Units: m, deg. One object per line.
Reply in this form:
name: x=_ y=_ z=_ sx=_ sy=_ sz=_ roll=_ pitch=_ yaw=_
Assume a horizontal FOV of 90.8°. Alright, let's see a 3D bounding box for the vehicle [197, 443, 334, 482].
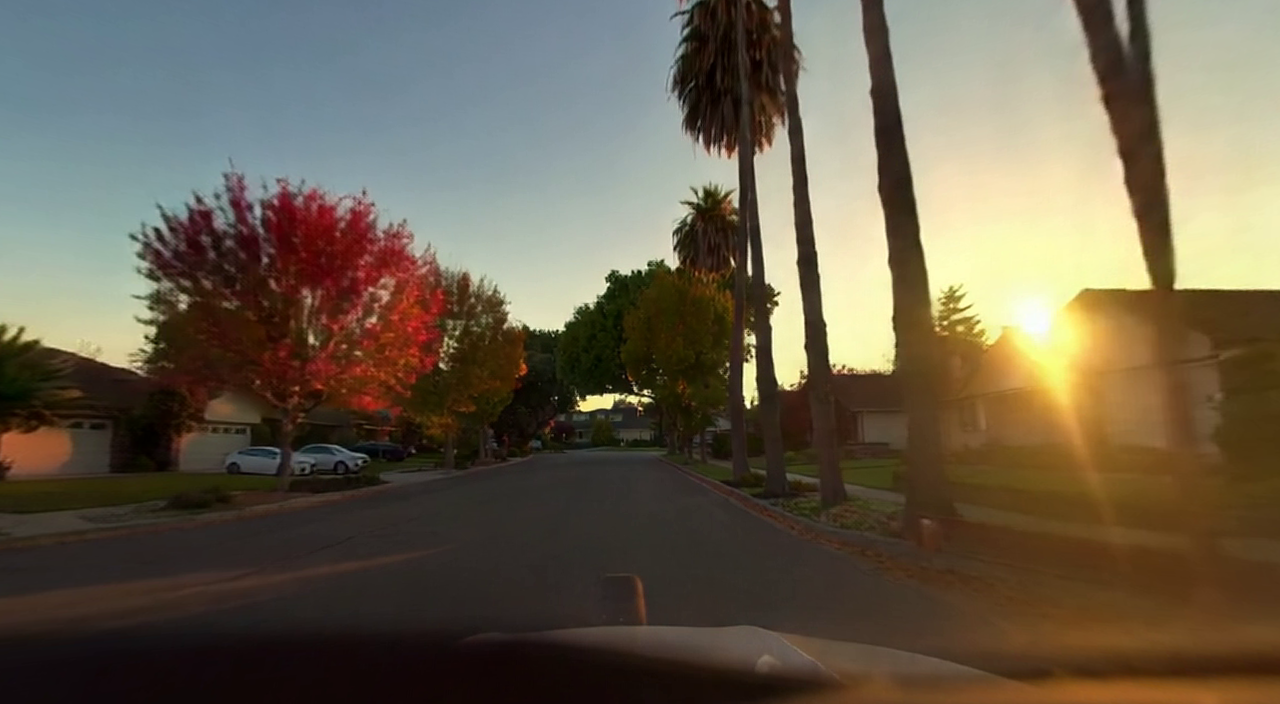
vehicle: x=-15.491 y=4.585 z=26.346 sx=4.358 sy=1.516 sz=2.077 roll=0 pitch=-8 yaw=-3
